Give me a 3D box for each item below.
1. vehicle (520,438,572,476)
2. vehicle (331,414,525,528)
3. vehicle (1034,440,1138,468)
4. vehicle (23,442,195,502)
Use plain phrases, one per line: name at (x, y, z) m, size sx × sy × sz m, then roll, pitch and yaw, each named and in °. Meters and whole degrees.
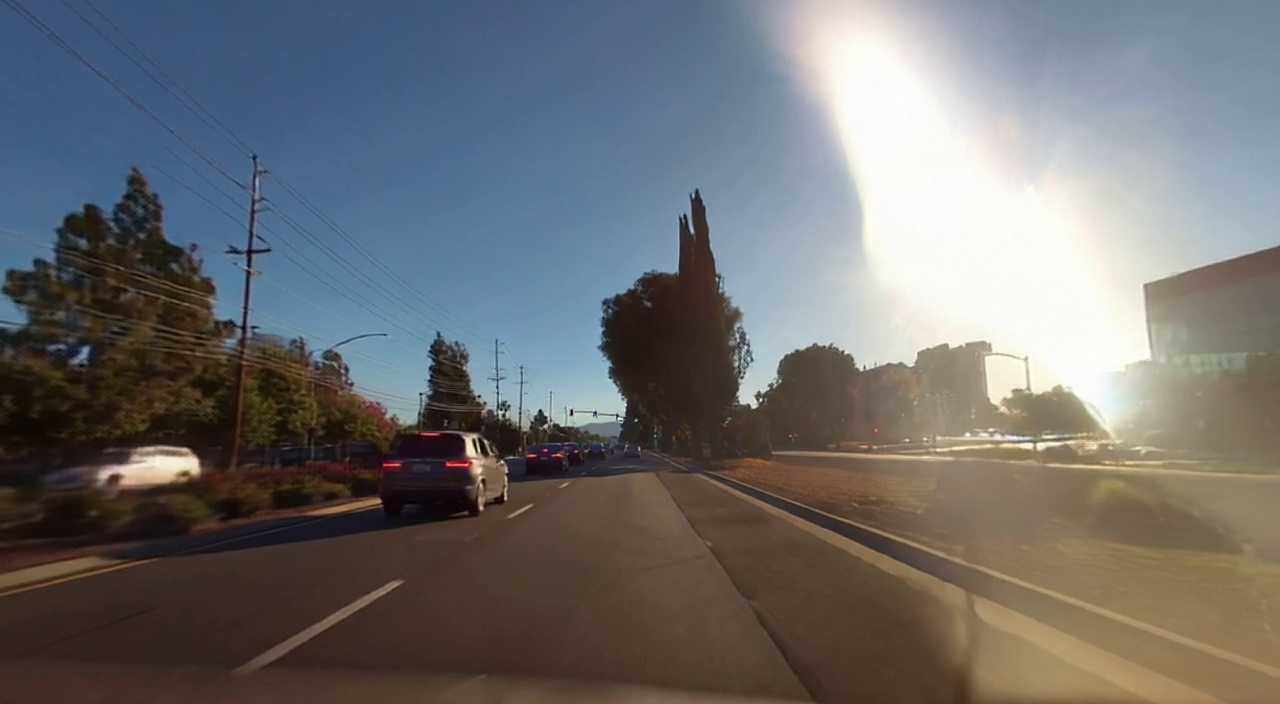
vehicle at (-4.451, 5.035, 30.565) m, size 2.041 × 1.698 × 4.094 m, roll 0°, pitch -9°, yaw -2°
vehicle at (-3.793, 2.243, 12.382) m, size 2.189 × 1.807 × 4.467 m, roll 0°, pitch -9°, yaw 1°
vehicle at (33.431, 7.727, 47.821) m, size 2.436 × 1.877 × 7.681 m, roll 2°, pitch -9°, yaw 1°
vehicle at (-17.178, 3.846, 20.802) m, size 1.928 × 1.618 × 4.377 m, roll 1°, pitch -7°, yaw -2°
